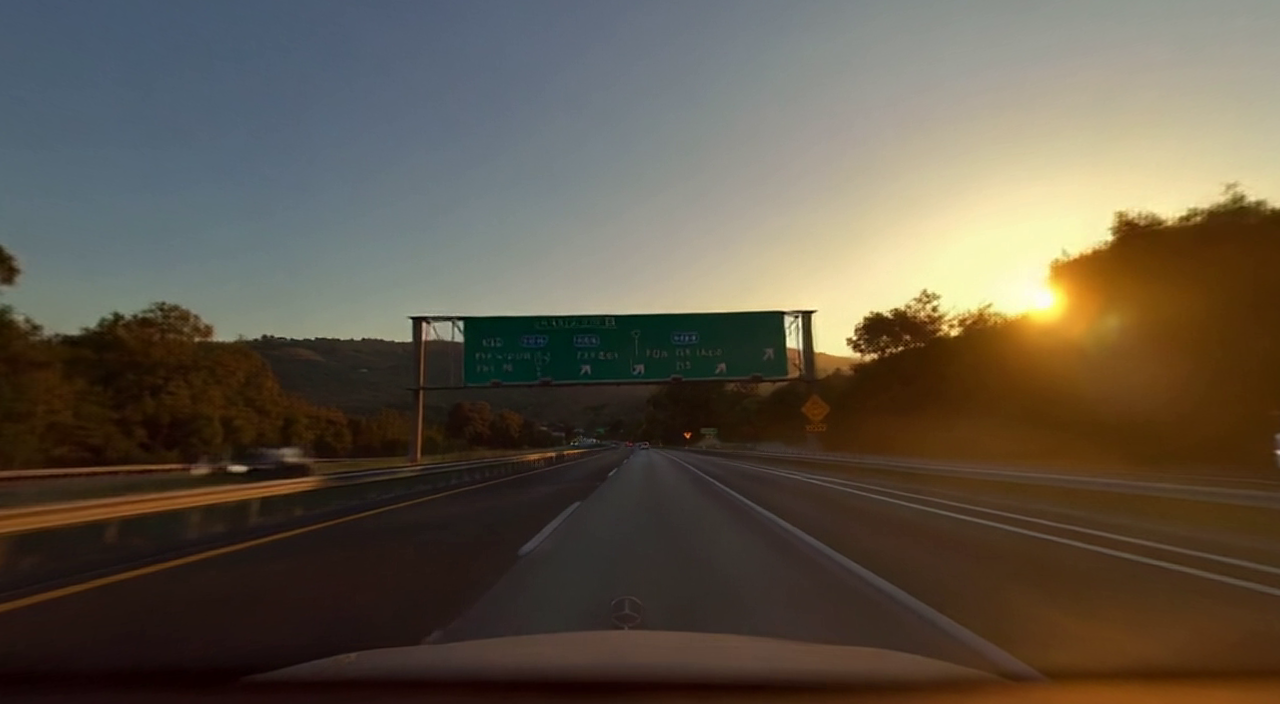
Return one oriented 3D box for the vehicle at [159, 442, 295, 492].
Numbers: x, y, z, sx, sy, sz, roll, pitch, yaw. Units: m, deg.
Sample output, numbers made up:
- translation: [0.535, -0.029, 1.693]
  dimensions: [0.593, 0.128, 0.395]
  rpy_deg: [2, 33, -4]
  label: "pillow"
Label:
- translation: [-15.476, 4.300, 23.959]
  dimensions: [2.024, 1.680, 4.573]
  rpy_deg: [0, -8, 0]
  label: "vehicle"
